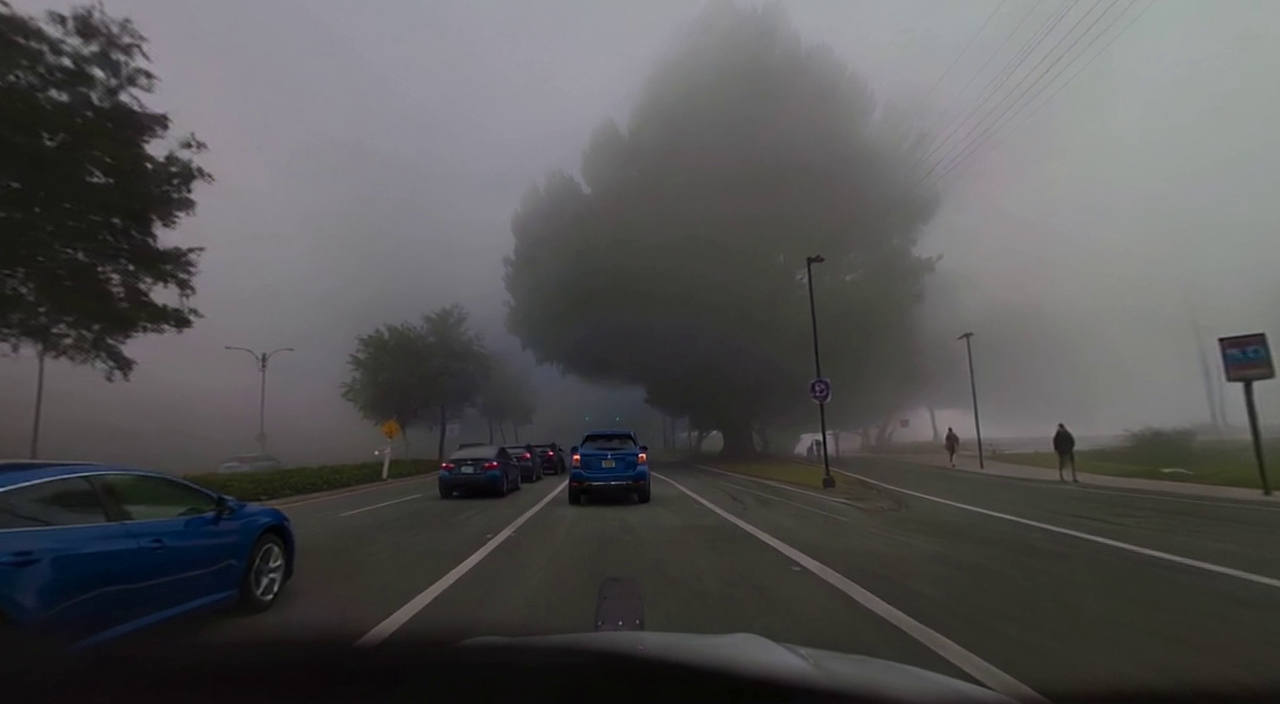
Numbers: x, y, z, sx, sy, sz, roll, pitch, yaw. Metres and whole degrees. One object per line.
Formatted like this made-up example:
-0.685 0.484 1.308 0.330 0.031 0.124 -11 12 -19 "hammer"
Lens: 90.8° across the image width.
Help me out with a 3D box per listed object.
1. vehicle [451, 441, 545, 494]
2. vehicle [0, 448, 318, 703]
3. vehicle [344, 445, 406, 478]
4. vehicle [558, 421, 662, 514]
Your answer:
-4.400 3.629 20.334 2.087 1.485 4.452 0 -8 -1 "vehicle"
-3.716 1.163 3.187 1.865 1.314 4.461 0 -8 0 "vehicle"
-15.642 6.458 37.494 1.785 1.745 4.405 0 -8 -1 "vehicle"
-0.637 2.527 14.239 2.012 1.769 3.897 0 -8 -2 "vehicle"
